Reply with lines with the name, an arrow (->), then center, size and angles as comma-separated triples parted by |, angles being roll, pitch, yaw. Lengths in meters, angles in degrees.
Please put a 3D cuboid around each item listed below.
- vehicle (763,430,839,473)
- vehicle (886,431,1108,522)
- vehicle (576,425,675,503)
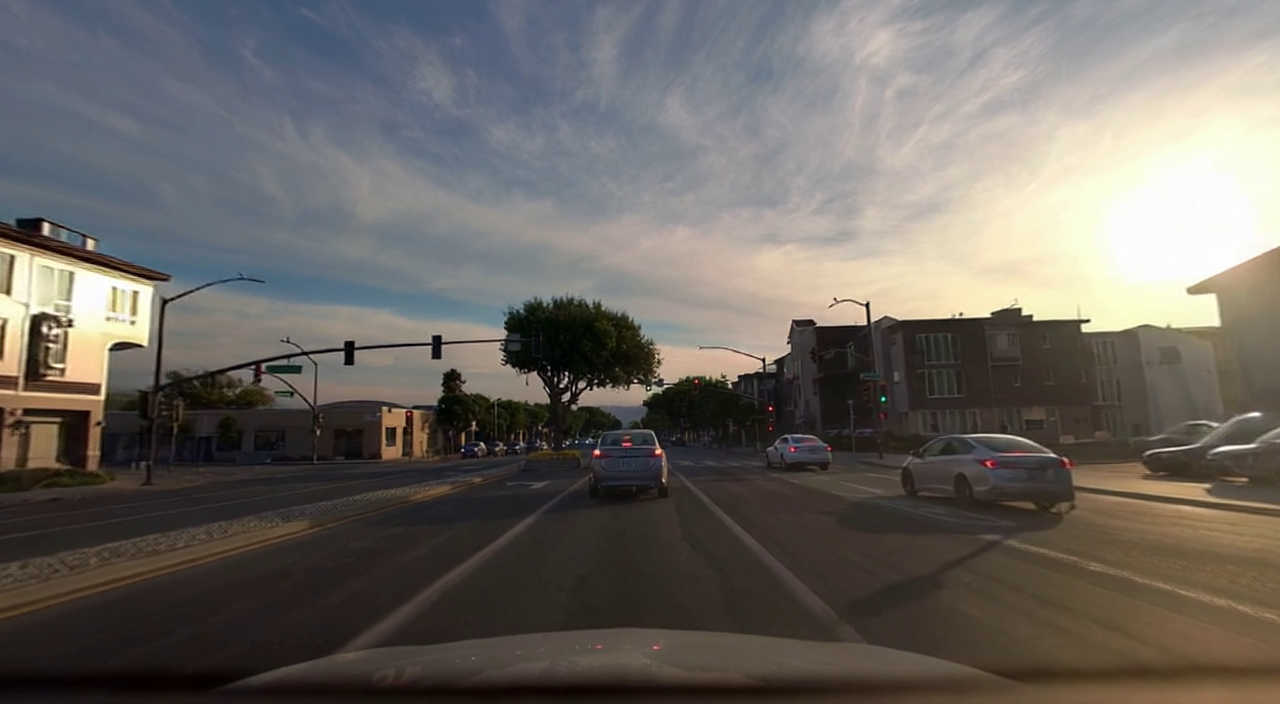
vehicle -> 6.513, 4.108, 26.105 | 1.963, 1.611, 4.359 | 0, -9, -1
vehicle -> 6.453, 2.281, 12.095 | 1.768, 1.417, 4.213 | 0, -9, 0
vehicle -> -0.299, 2.605, 15.031 | 2.032, 1.593, 3.896 | 0, -9, 0
